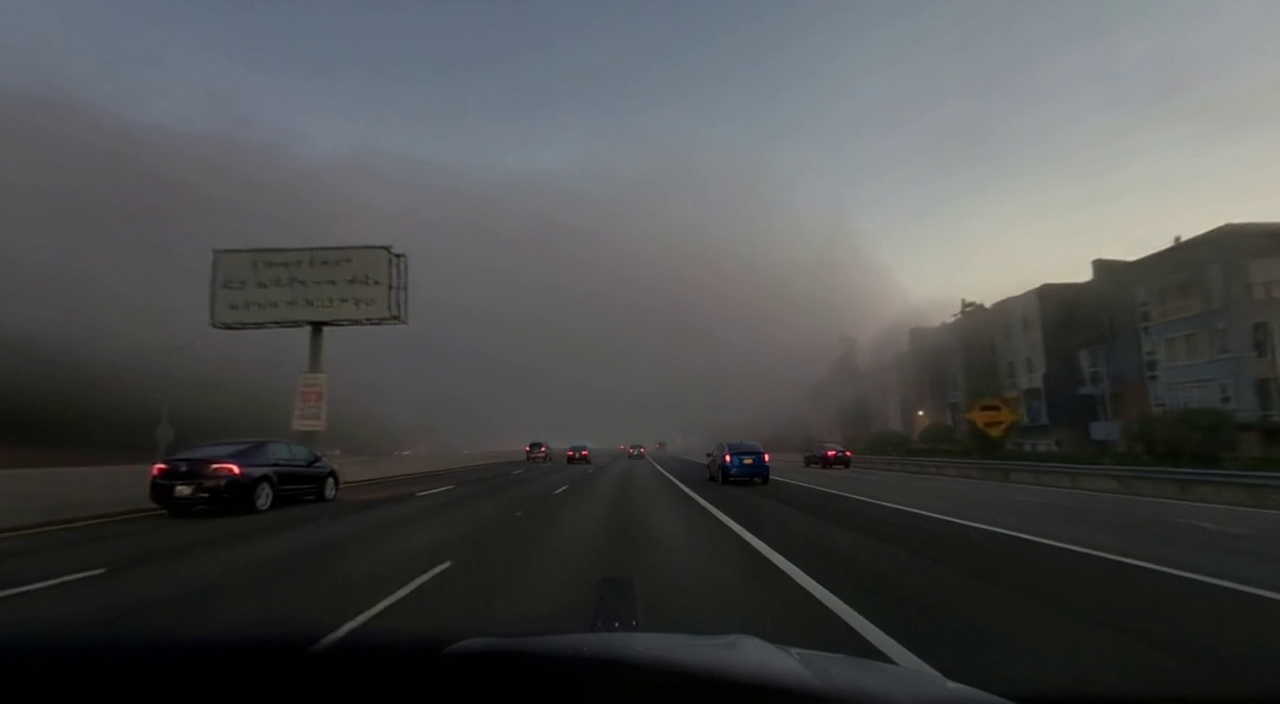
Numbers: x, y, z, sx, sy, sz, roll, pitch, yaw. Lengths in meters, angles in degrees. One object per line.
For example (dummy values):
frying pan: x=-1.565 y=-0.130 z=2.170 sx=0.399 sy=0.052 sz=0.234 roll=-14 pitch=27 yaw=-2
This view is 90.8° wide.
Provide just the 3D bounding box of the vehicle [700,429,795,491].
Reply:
vehicle: x=3.187 y=3.326 z=19.707 sx=2.080 sy=1.694 sz=4.286 roll=0 pitch=-9 yaw=-2

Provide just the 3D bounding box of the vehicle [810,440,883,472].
vehicle: x=10.204 y=5.179 z=31.587 sx=2.061 sy=1.459 sz=4.273 roll=0 pitch=-9 yaw=-3

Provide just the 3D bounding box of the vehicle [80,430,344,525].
vehicle: x=-7.896 y=2.343 z=12.371 sx=2.021 sy=1.496 sz=4.495 roll=0 pitch=-9 yaw=0

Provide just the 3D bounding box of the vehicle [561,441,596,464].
vehicle: x=-4.216 y=6.975 z=43.988 sx=2.002 sy=1.466 sz=4.378 roll=0 pitch=-9 yaw=0

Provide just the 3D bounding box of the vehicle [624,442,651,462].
vehicle: x=-0.231 y=7.726 z=48.940 sx=1.992 sy=1.431 sz=4.055 roll=0 pitch=-9 yaw=-1
